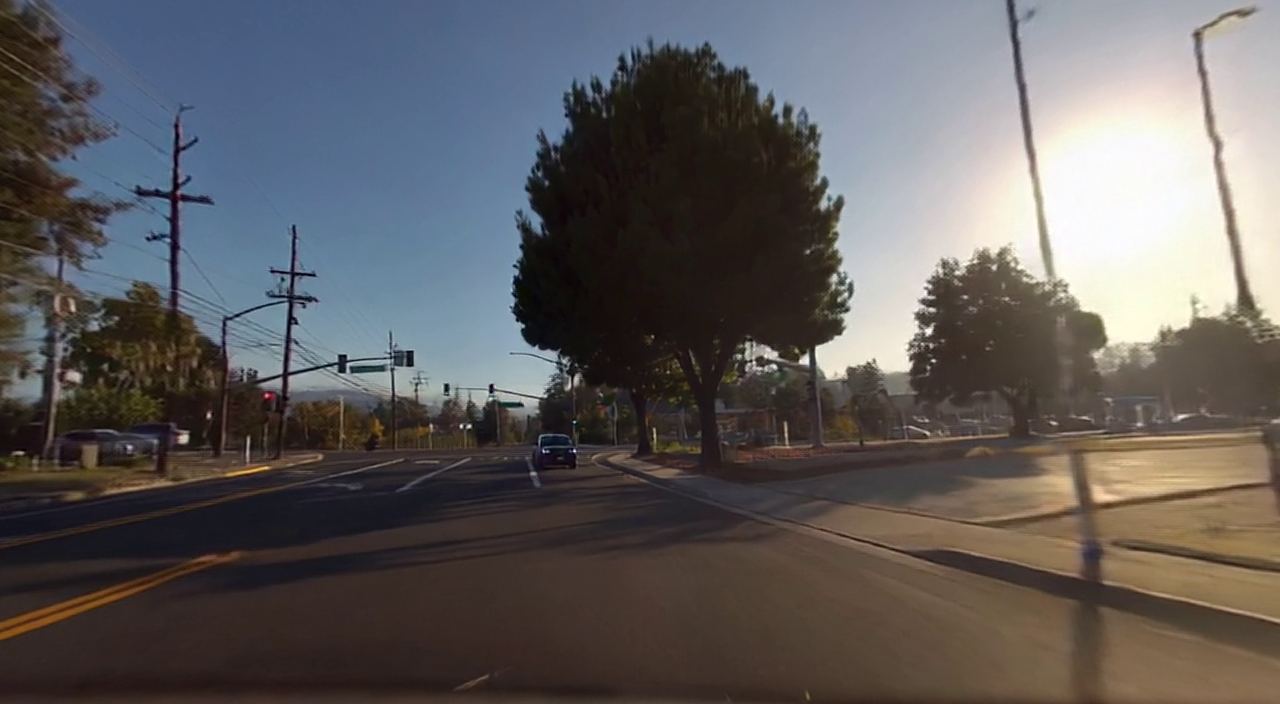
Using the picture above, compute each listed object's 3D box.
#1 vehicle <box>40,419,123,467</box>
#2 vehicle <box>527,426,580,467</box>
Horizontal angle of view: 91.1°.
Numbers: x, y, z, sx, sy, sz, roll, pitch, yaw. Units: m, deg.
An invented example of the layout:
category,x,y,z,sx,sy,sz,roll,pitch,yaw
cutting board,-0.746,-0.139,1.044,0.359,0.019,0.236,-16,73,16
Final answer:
category,x,y,z,sx,sy,sz,roll,pitch,yaw
vehicle,-31.668,5.162,35.654,2.427,2.514,2.560,-5,-9,22
vehicle,-4.408,4.680,31.355,2.300,1.868,4.690,1,-8,-12
